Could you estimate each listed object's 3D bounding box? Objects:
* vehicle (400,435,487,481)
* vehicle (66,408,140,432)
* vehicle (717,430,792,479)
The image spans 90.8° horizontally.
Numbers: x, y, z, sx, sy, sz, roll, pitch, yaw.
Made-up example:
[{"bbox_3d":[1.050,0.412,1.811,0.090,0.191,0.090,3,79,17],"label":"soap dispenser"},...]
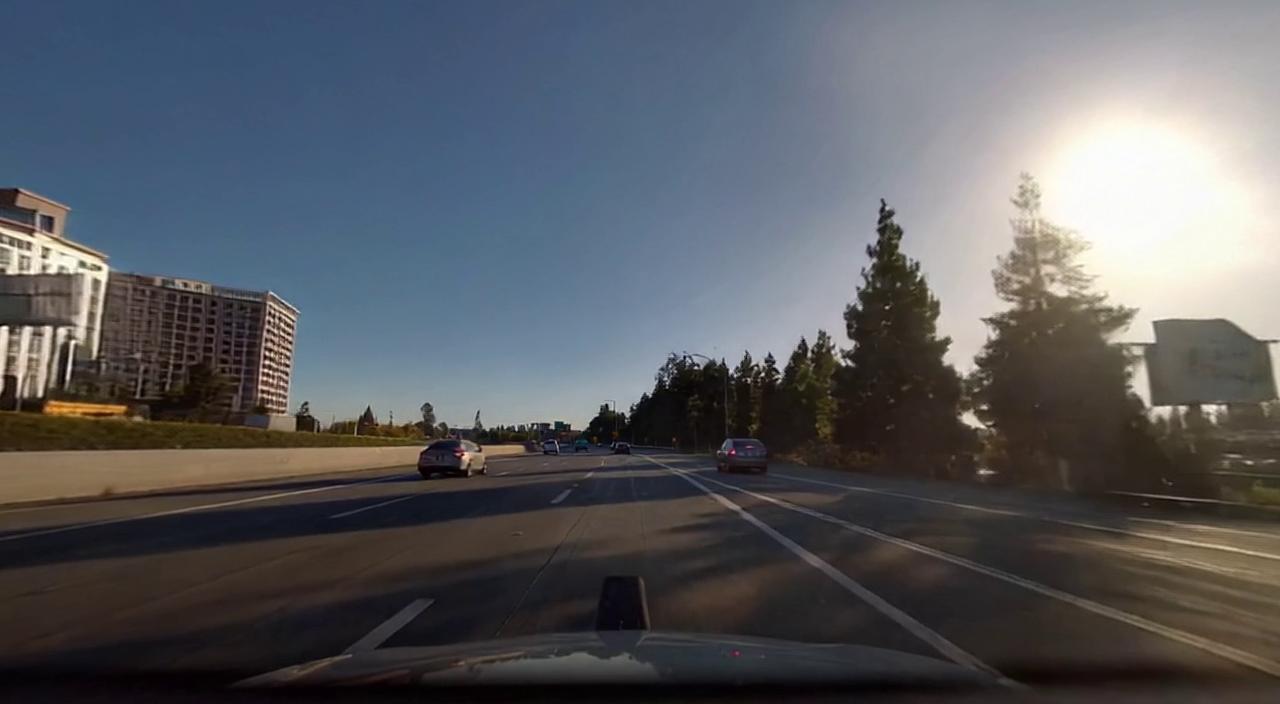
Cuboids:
[{"bbox_3d":[-7.785,4.246,25.613,2.030,1.672,4.913,0,-9,-1],"label":"vehicle"},{"bbox_3d":[-34.167,4.376,40.330,1.562,1.414,3.560,0,-9,-1],"label":"vehicle"},{"bbox_3d":[4.509,4.109,25.577,2.023,1.782,4.193,0,-9,-4],"label":"vehicle"}]
